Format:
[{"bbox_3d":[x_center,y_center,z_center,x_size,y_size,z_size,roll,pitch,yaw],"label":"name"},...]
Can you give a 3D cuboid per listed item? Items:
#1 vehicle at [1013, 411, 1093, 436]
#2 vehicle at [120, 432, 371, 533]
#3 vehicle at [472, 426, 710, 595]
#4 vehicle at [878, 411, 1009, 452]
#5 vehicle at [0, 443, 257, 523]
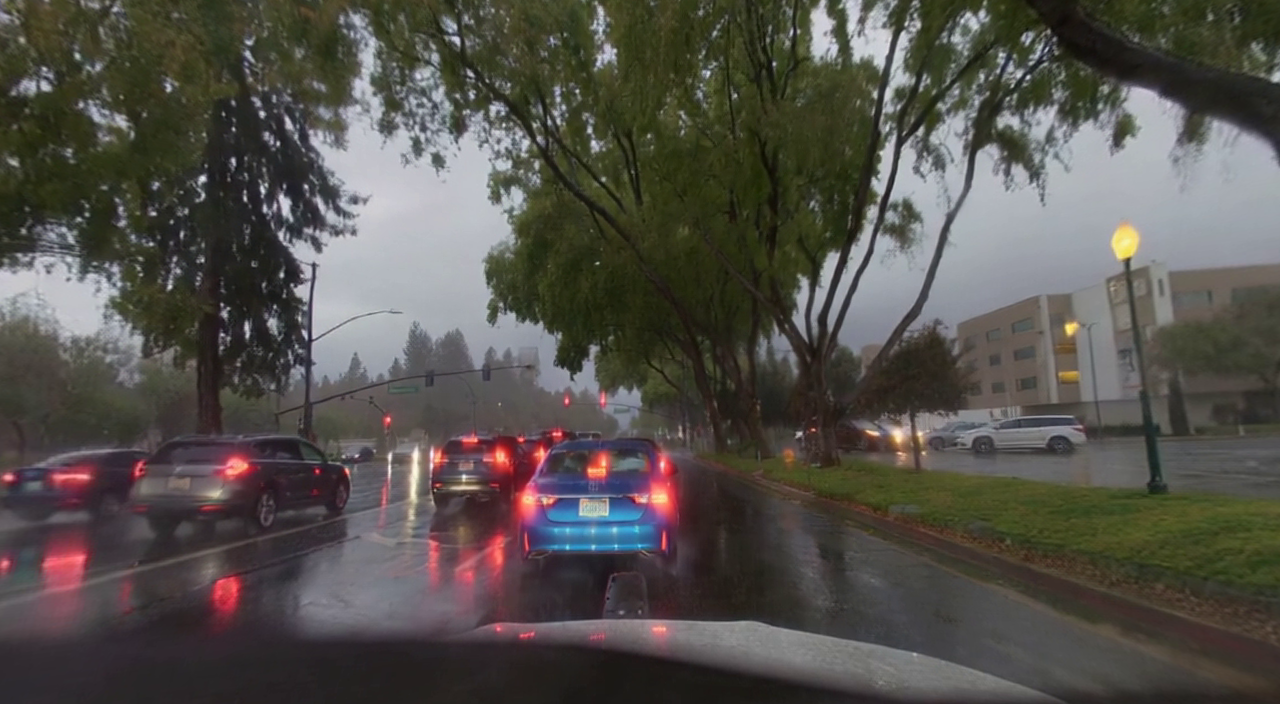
[{"bbox_3d":[30.257,5.264,46.436,4.627,1.671,1.929,-5,-10,28],"label":"vehicle"},{"bbox_3d":[-7.273,2.430,12.353,2.096,1.593,4.288,0,-9,1],"label":"vehicle"},{"bbox_3d":[-0.420,1.711,7.630,2.104,1.472,3.946,0,-9,0],"label":"vehicle"},{"bbox_3d":[13.932,3.705,29.227,4.975,1.809,1.956,0,-9,1],"label":"vehicle"},{"bbox_3d":[-10.871,2.770,13.959,2.039,1.447,4.496,0,-9,-1],"label":"vehicle"}]
